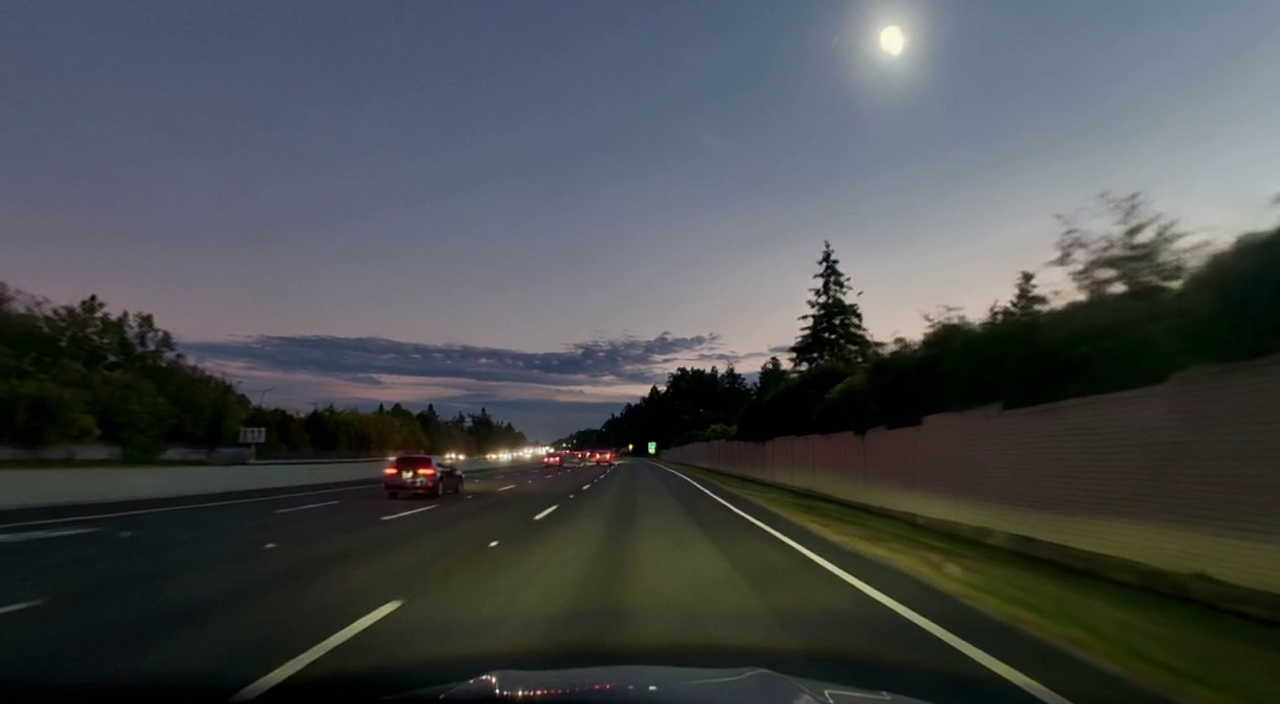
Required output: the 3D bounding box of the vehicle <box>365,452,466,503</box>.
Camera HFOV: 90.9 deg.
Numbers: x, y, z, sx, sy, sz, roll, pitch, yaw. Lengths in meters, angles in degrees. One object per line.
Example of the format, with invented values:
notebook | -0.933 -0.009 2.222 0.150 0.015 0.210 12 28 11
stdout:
vehicle | -7.044 3.942 20.197 1.782 1.441 3.751 0 -9 1
